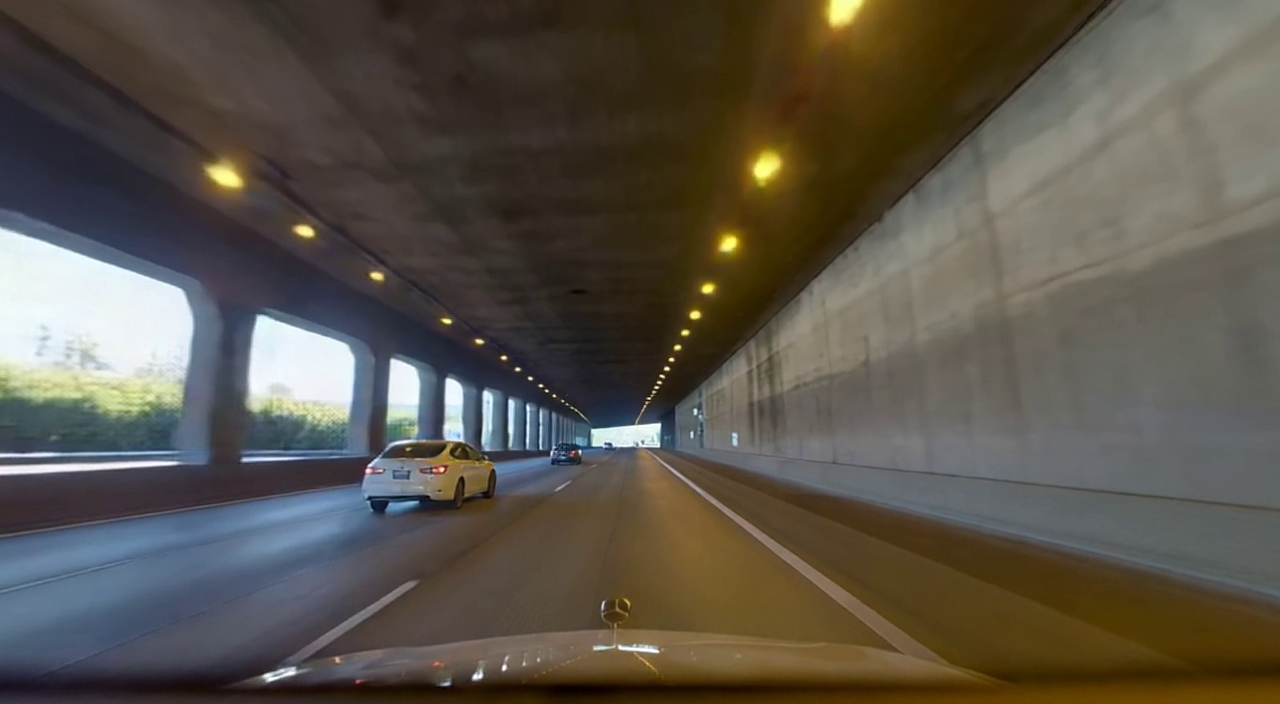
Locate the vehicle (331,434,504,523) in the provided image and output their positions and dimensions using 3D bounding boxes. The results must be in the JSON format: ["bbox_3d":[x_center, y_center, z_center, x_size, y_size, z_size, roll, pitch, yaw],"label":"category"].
[{"bbox_3d":[-4.109,2.382,12.474,1.885,1.424,4.230,0,-8,0],"label":"vehicle"}]

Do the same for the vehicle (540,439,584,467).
[{"bbox_3d":[-4.370,5.731,35.791,1.973,1.474,4.199,0,-8,0],"label":"vehicle"}]
